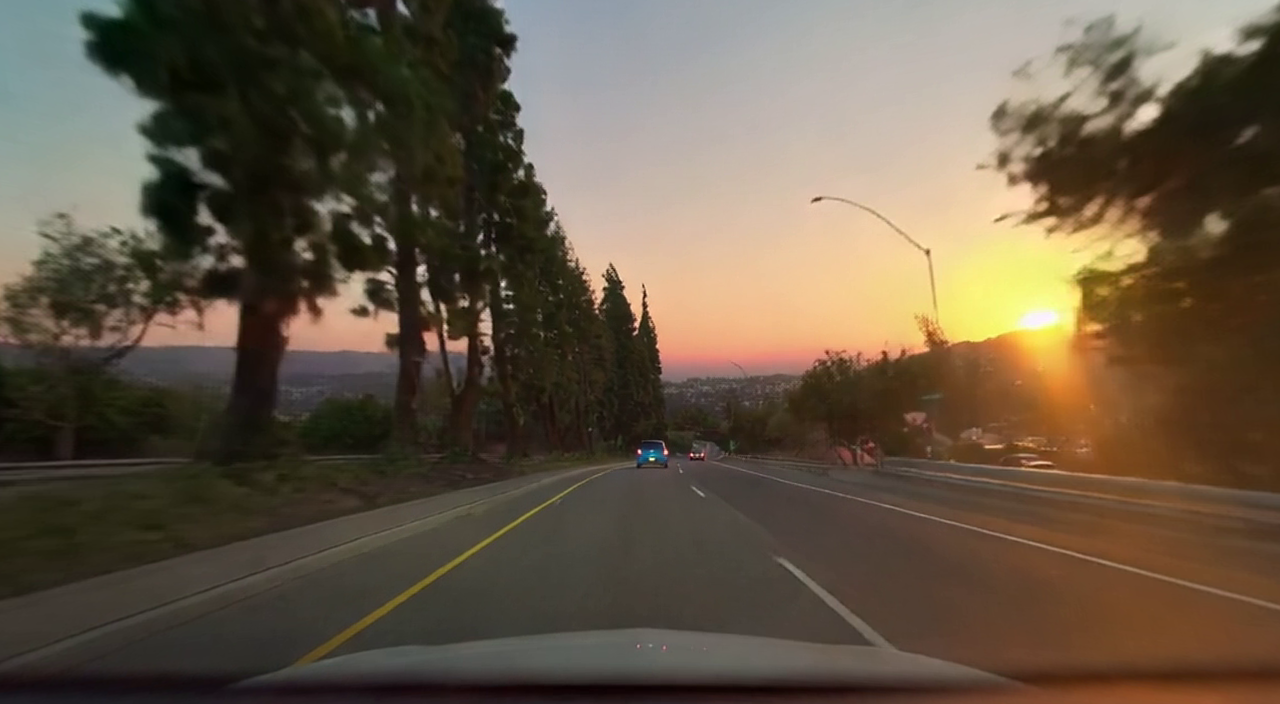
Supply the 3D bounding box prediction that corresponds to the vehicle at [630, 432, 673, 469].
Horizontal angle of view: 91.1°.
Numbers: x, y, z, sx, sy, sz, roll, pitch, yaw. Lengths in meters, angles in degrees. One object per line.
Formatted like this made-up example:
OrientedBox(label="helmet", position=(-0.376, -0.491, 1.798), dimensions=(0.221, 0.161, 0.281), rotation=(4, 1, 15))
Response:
OrientedBox(label="vehicle", position=(0.756, 6.156, 39.282), dimensions=(2.546, 2.126, 5.153), rotation=(-1, -8, 2))
